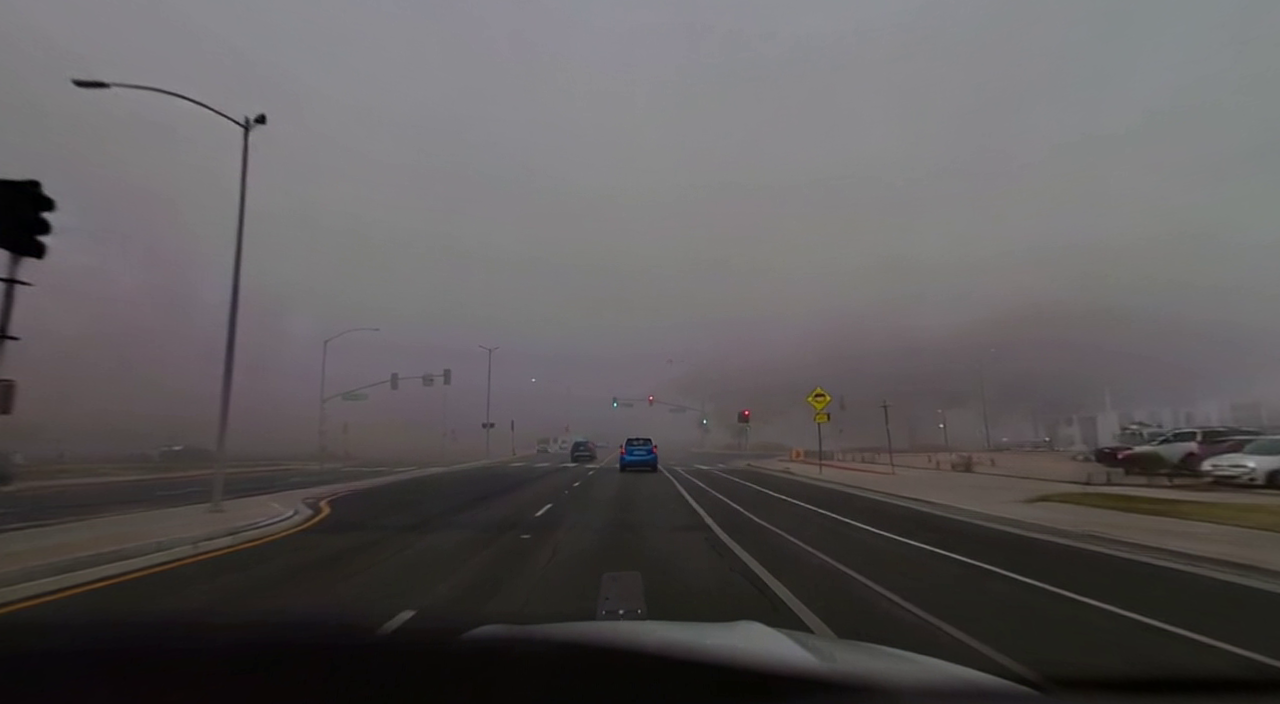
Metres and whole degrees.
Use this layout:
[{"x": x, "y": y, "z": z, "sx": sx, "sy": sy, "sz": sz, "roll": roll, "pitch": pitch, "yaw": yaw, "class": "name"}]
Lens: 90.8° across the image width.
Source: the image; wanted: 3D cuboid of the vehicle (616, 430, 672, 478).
[{"x": 0.128, "y": 4.553, "z": 28.381, "sx": 2.273, "sy": 1.909, "sz": 5.075, "roll": 0, "pitch": -9, "yaw": -1, "class": "vehicle"}]
